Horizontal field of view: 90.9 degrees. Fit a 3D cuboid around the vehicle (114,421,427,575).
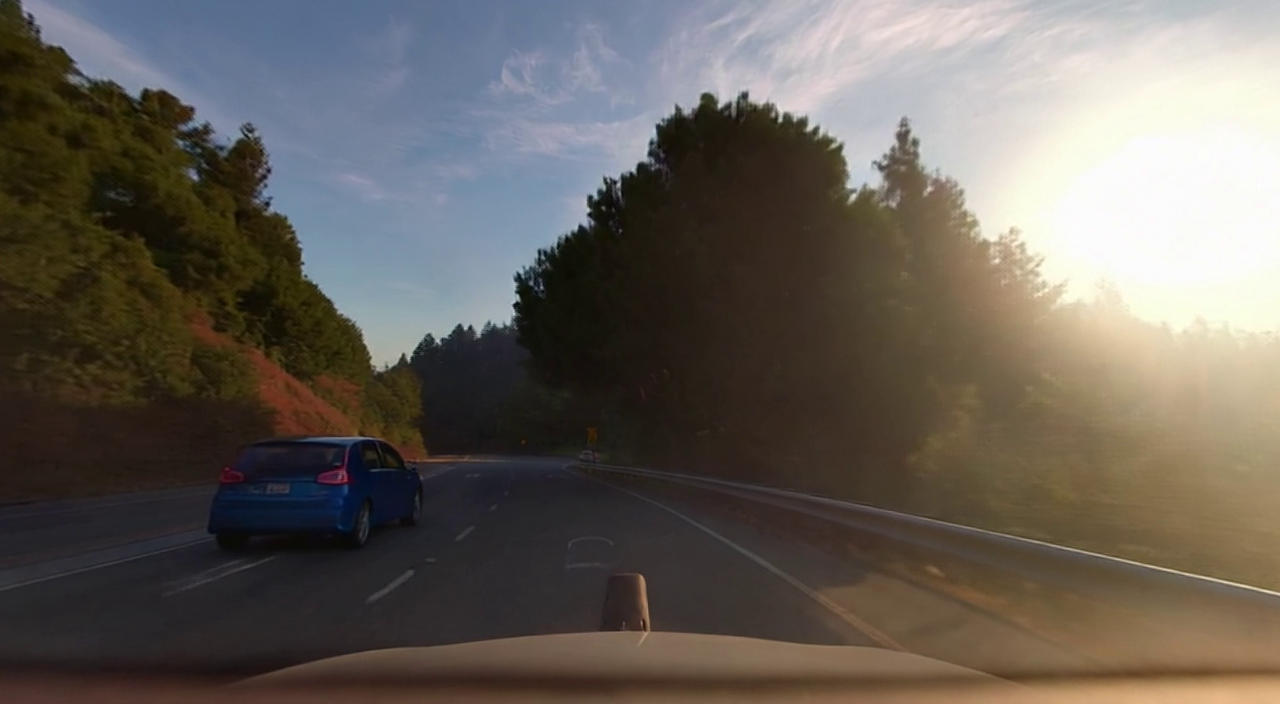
[{"bbox_3d":[-4.600,1.863,8.748,2.078,1.607,3.959,0,-9,-3],"label":"vehicle"}]
